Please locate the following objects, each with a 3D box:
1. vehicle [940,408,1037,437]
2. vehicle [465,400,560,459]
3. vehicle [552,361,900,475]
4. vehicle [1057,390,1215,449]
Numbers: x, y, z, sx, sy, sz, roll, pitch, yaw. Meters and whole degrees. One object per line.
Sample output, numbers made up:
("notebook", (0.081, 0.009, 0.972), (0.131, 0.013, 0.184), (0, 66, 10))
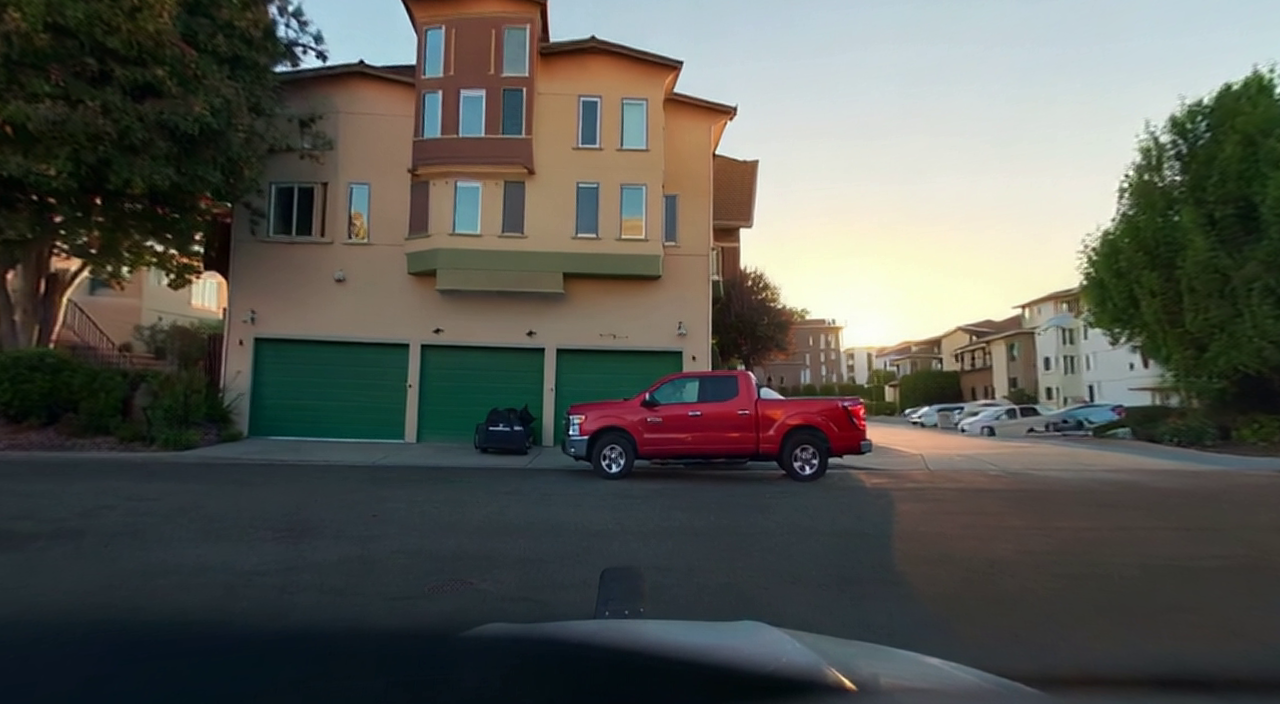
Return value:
("vehicle", (17.668, 3.598, 32.105), (3.897, 1.416, 1.703), (-1, -8, 4))
("vehicle", (-3.919, 2.368, 20.027), (1.869, 1.460, 3.826), (-3, -2, 5))
("vehicle", (1.413, 1.232, 11.403), (5.600, 1.835, 2.161), (-1, -8, 3))
("vehicle", (16.704, 2.338, 21.413), (3.770, 1.496, 1.951), (6, -9, 4))
